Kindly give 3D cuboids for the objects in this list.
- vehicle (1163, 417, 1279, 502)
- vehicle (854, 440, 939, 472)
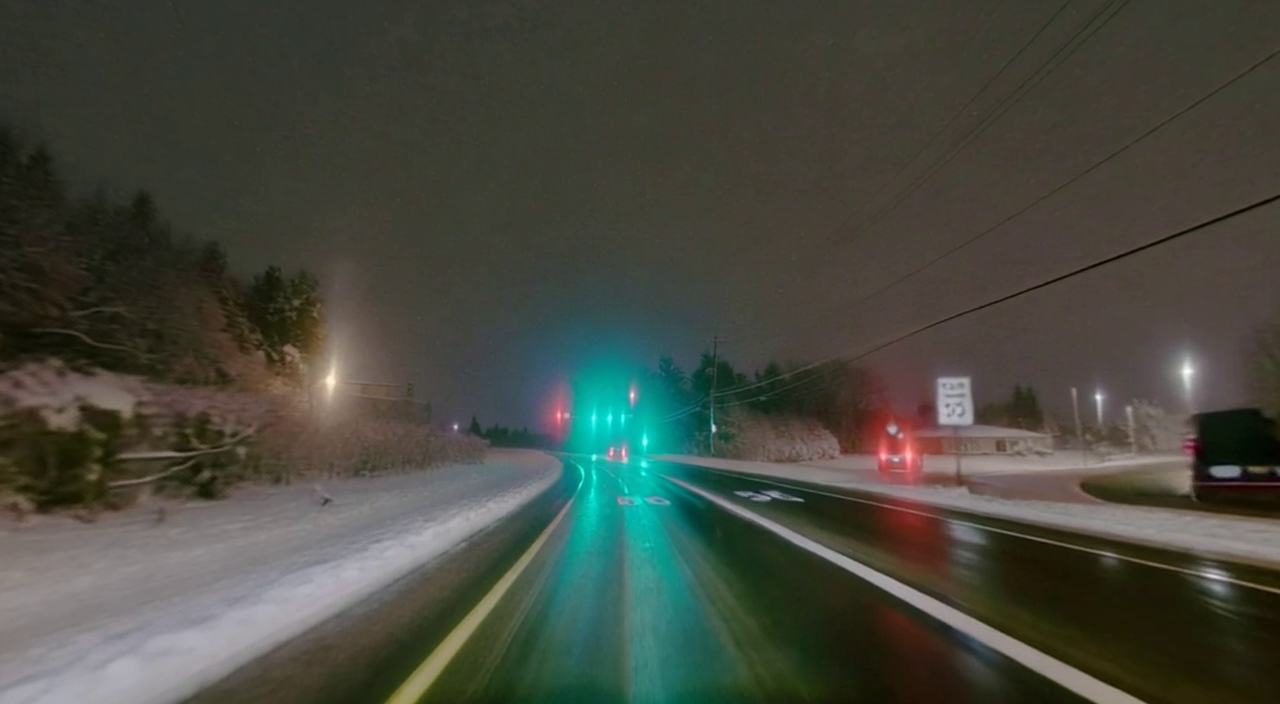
[{"bbox_3d":[23.821,4.228,25.206,2.236,2.968,6.014,-3,-9,18],"label":"vehicle"},{"bbox_3d":[15.683,6.365,38.741,4.457,1.724,1.871,3,-9,-2],"label":"vehicle"}]
